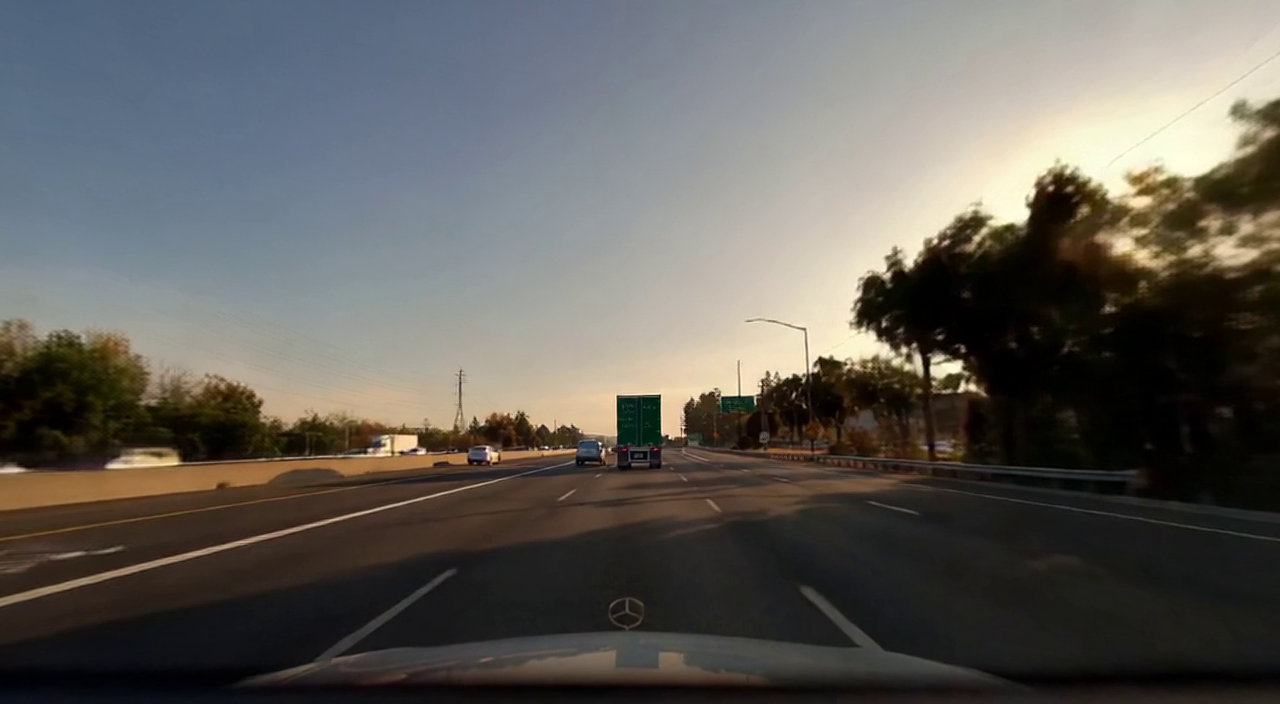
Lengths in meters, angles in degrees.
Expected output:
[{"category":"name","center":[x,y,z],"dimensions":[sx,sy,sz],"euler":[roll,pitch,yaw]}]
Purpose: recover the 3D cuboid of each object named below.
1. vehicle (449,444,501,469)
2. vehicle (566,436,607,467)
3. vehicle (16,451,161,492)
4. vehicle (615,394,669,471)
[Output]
[{"category":"vehicle","center":[-10.676,6.754,41.199],"dimensions":[2.012,1.509,4.789],"euler":[0,-8,1]},{"category":"vehicle","center":[-3.472,6.672,42.297],"dimensions":[2.293,1.923,5.141],"euler":[0,-8,0]},{"category":"vehicle","center":[-22.431,4.853,25.940],"dimensions":[1.873,1.445,4.518],"euler":[0,-8,1]},{"category":"vehicle","center":[0.134,5.276,40.556],"dimensions":[2.879,4.085,13.125],"euler":[0,-8,0]}]
